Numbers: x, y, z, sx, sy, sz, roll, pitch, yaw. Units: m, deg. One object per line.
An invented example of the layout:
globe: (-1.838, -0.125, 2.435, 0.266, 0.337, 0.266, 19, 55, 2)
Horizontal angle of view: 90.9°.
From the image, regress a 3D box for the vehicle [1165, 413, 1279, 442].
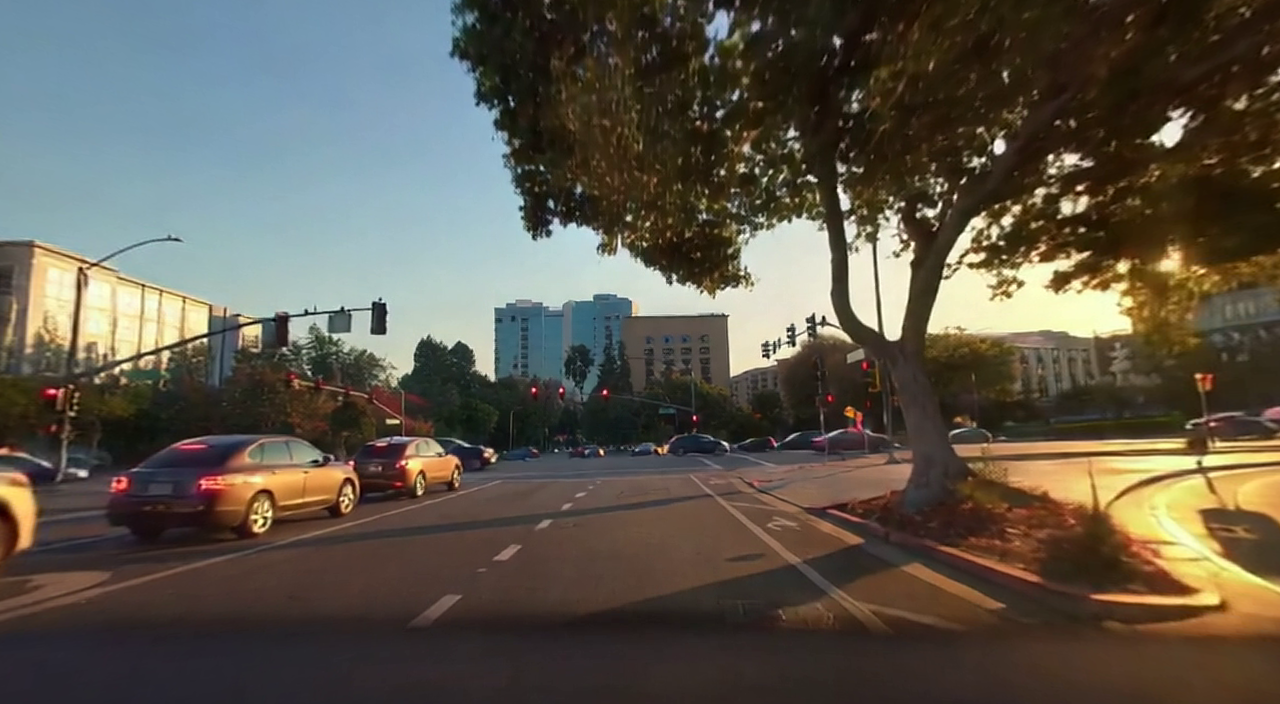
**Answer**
vehicle: (34.042, 4.439, 36.931, 4.568, 1.605, 1.886, -1, -9, 5)

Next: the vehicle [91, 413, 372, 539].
vehicle: (-6.675, 2.101, 11.088, 1.967, 1.741, 4.385, 0, -9, 0)

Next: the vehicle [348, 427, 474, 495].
vehicle: (-6.412, 3.143, 18.311, 1.785, 1.678, 4.729, 0, -9, 1)

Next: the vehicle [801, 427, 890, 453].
vehicle: (12.487, 5.428, 38.631, 4.836, 1.508, 1.875, -1, -9, 6)

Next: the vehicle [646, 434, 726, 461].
vehicle: (2.610, 5.436, 35.864, 4.429, 1.489, 1.773, -1, -9, 6)

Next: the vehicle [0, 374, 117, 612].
vehicle: (-6.570, 0.912, 3.622, 2.381, 1.961, 5.407, 0, -9, 1)
